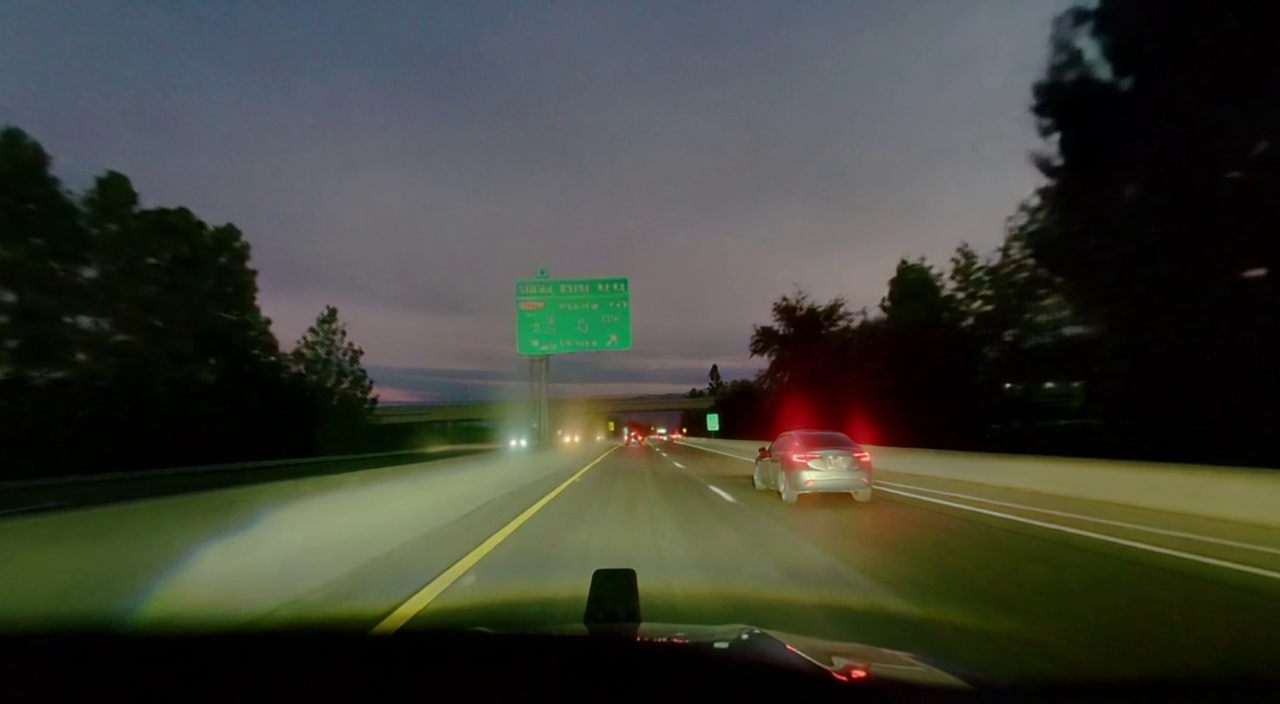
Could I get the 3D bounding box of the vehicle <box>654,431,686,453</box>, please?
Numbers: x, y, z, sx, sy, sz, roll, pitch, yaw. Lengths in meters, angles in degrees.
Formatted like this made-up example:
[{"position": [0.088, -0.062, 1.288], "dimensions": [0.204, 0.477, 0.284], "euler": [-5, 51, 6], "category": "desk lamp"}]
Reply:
[{"position": [2.107, 6.417, 44.969], "dimensions": [1.981, 1.490, 3.449], "euler": [0, -8, -3], "category": "vehicle"}]
